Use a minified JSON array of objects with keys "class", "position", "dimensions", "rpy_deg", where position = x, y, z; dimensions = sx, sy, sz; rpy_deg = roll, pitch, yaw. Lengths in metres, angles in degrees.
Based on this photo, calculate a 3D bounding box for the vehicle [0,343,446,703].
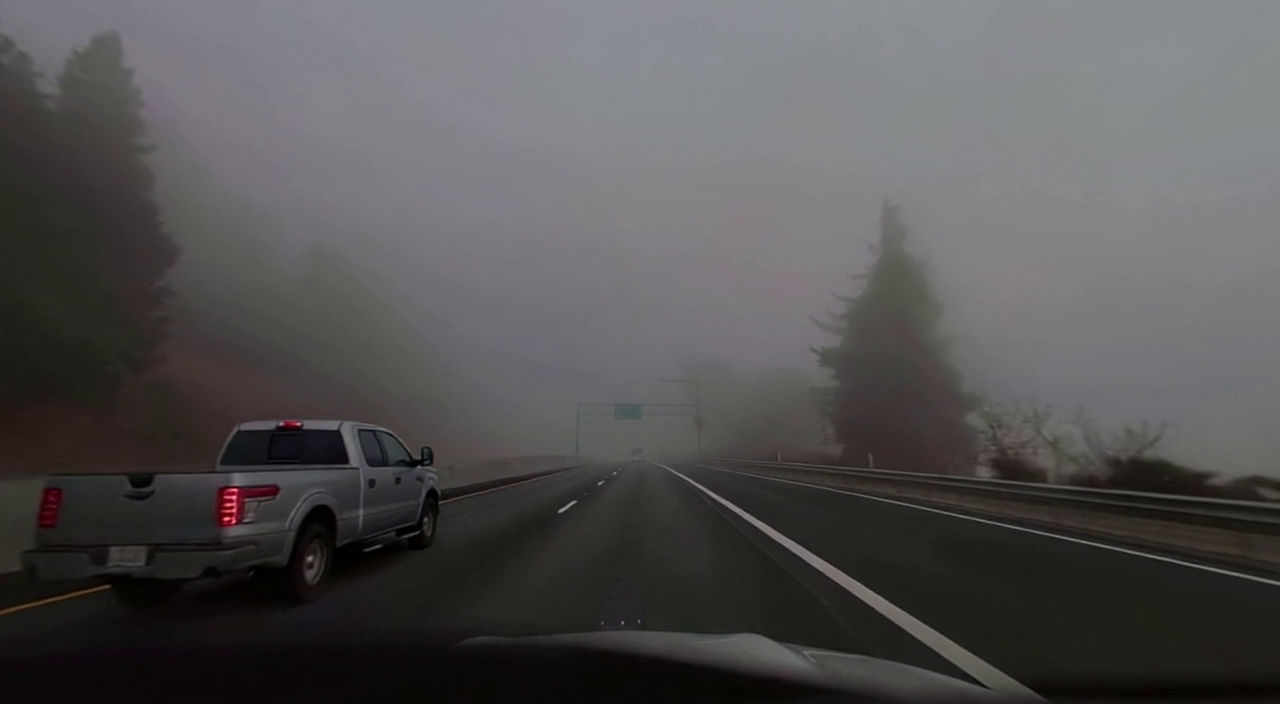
[{"class":"vehicle","position":[-3.671,1.287,5.536],"dimensions":[2.214,1.872,5.179],"rpy_deg":[0,-9,1]}]
